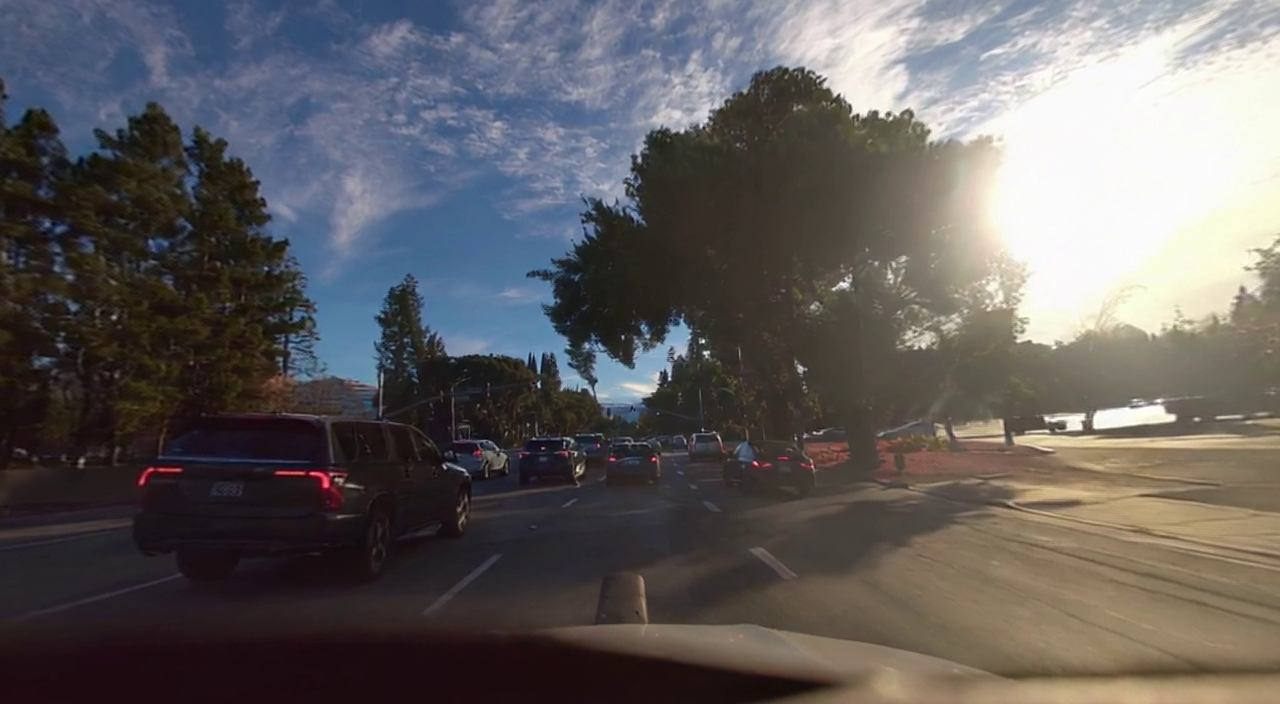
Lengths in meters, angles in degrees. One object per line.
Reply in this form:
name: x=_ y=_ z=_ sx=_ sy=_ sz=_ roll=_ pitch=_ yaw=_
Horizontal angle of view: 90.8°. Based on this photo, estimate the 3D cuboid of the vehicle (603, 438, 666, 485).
vehicle: x=-0.161 y=3.852 z=22.512 sx=2.030 sy=1.477 sz=4.330 roll=0 pitch=-8 yaw=1

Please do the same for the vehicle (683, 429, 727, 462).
vehicle: x=3.798 y=5.557 z=37.621 sx=2.099 sy=1.845 sz=4.363 roll=0 pitch=-8 yaw=-1

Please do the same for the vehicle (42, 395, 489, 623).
vehicle: x=-3.519 y=1.595 z=7.567 sx=2.111 sy=1.745 sz=5.274 roll=0 pitch=-8 yaw=0

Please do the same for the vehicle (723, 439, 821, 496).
vehicle: x=3.726 y=3.322 z=18.583 sx=1.884 sy=1.463 sz=4.195 roll=0 pitch=-8 yaw=-1

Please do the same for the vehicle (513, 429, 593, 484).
vehicle: x=-3.079 y=3.833 z=23.479 sx=2.218 sy=1.829 sz=4.492 roll=0 pitch=-8 yaw=2
